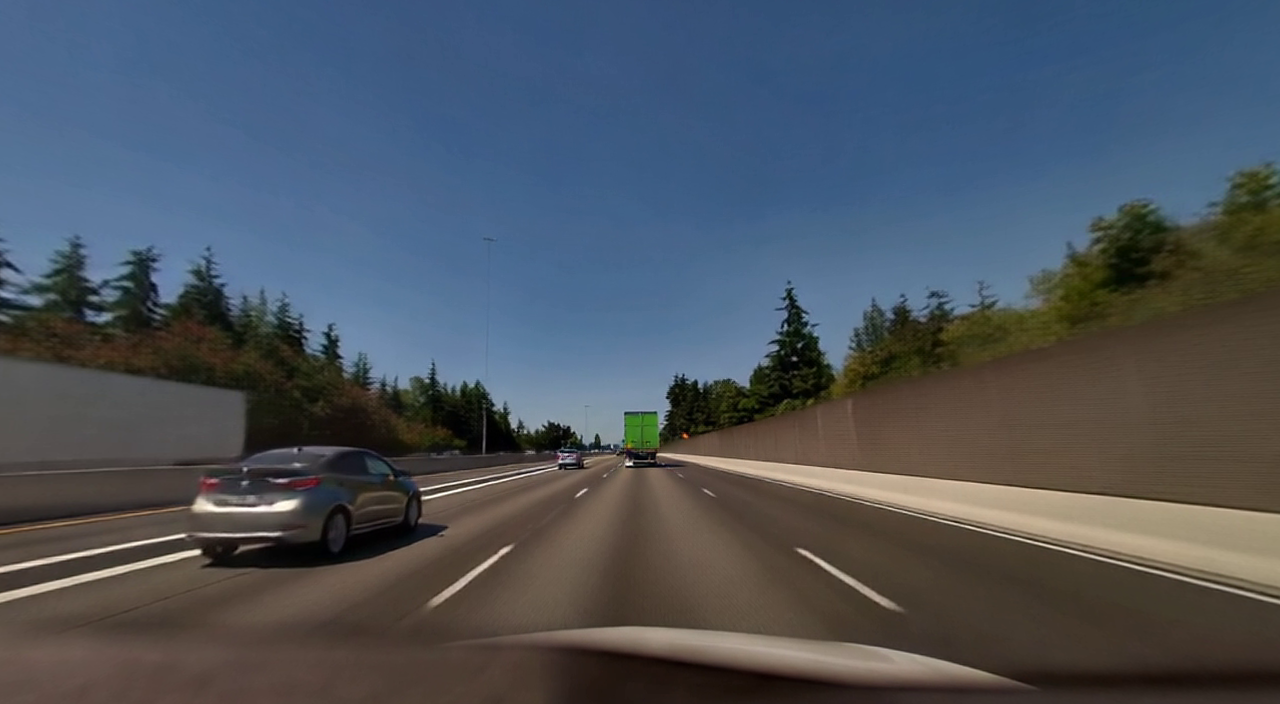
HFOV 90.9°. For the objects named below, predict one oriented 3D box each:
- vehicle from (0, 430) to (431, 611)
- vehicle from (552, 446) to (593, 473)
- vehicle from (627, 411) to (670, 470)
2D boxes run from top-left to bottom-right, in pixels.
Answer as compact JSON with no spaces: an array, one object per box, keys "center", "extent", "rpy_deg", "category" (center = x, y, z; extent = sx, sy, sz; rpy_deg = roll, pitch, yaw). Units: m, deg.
[{"center":[-4.323,1.749,7.618],"extent":[1.977,1.478,4.702],"rpy_deg":[0,-9,0],"category":"vehicle"},{"center":[-4.023,6.502,38.277],"extent":[1.974,1.531,4.429],"rpy_deg":[0,-9,0],"category":"vehicle"},{"center":[0.596,6.811,48.169],"extent":[2.980,4.051,10.359],"rpy_deg":[0,-9,0],"category":"vehicle"}]
